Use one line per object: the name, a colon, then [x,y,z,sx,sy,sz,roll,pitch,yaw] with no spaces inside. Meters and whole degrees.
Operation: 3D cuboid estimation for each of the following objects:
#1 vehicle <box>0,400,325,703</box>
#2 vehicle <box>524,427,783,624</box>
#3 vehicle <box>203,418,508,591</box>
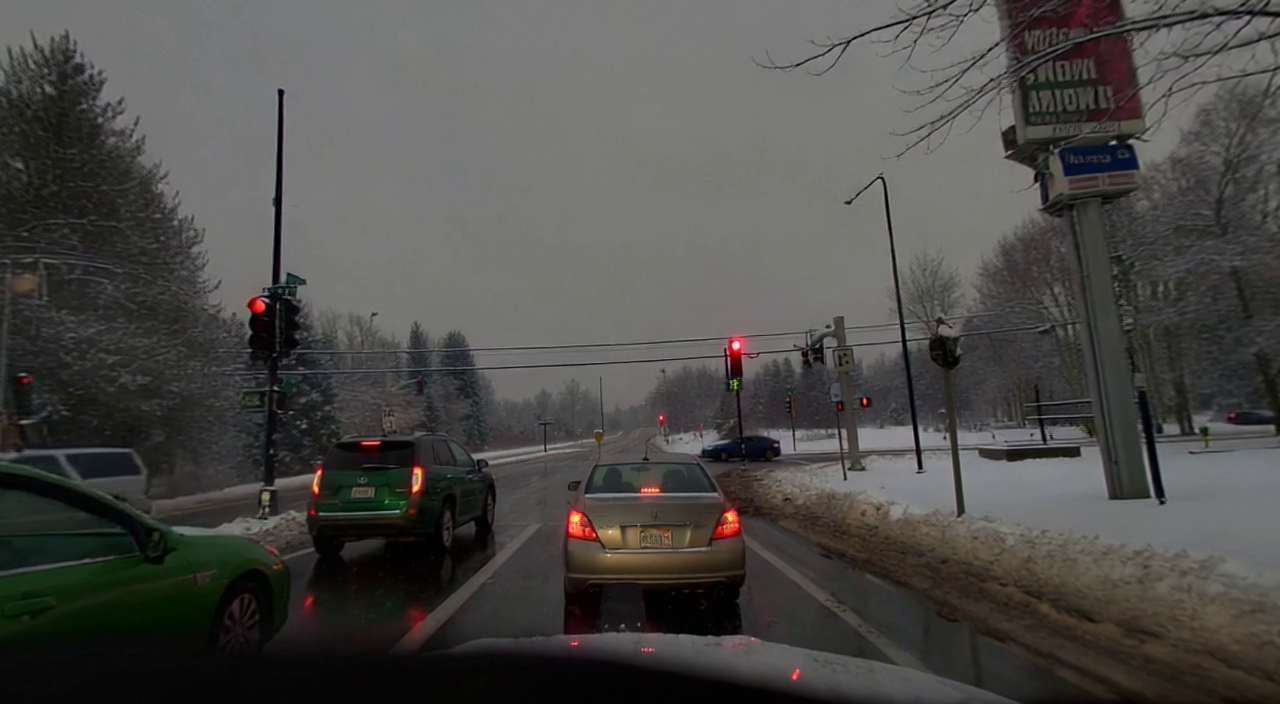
vehicle: [-3.144,0.975,2.422,1.808,1.520,3.846,-1,-9,1]
vehicle: [0.035,1.595,6.624,1.977,1.467,3.474,0,-9,-2]
vehicle: [-3.161,1.783,8.136,1.950,1.628,4.082,-1,-9,1]
